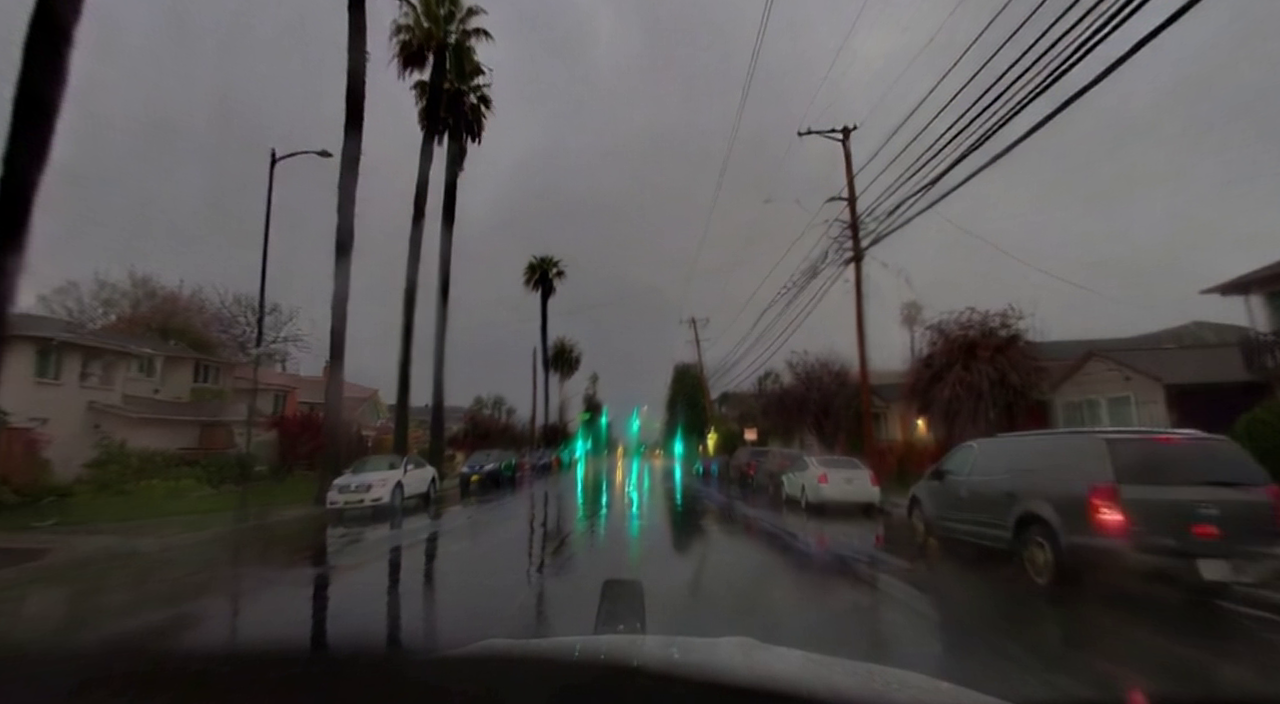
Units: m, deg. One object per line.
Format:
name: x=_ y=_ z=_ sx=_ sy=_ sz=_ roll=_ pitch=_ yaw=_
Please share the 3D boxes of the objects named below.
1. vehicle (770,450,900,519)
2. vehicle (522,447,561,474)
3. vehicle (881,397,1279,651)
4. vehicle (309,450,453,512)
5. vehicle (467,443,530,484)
vehicle: x=4.824 y=3.313 z=16.358 sx=1.795 sy=1.424 sz=4.327 roll=-3 pitch=-9 yaw=-2
vehicle: x=-6.848 y=7.587 z=44.462 sx=2.085 sy=1.770 sz=4.429 roll=0 pitch=-9 yaw=0
vehicle: x=4.765 y=1.626 z=7.101 sx=2.115 sy=1.826 sz=4.871 roll=1 pitch=-9 yaw=-1
vehicle: x=-7.039 y=3.530 z=17.827 sx=2.013 sy=1.483 sz=4.645 roll=0 pitch=-9 yaw=1
vehicle: x=-7.221 y=5.716 z=32.799 sx=2.077 sy=1.888 sz=4.551 roll=-1 pitch=-8 yaw=2
